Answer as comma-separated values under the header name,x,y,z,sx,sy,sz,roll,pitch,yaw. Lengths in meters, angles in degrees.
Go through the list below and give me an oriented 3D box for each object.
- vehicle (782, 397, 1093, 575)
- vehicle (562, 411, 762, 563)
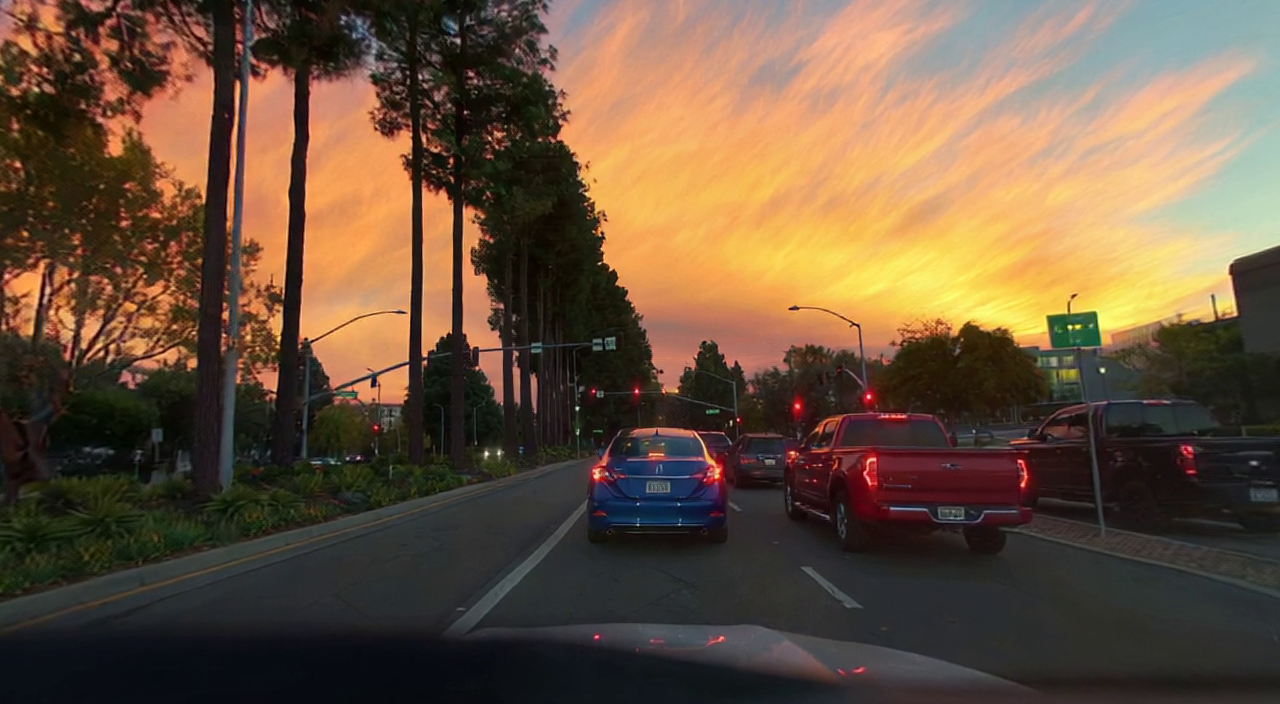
name,x,y,z,sx,sy,sz,roll,pitch,yaw
vehicle,3.391,1.630,8.374,2.099,1.725,4.290,0,-8,2
vehicle,0.250,1.776,8.977,2.168,1.641,4.039,0,-8,0
